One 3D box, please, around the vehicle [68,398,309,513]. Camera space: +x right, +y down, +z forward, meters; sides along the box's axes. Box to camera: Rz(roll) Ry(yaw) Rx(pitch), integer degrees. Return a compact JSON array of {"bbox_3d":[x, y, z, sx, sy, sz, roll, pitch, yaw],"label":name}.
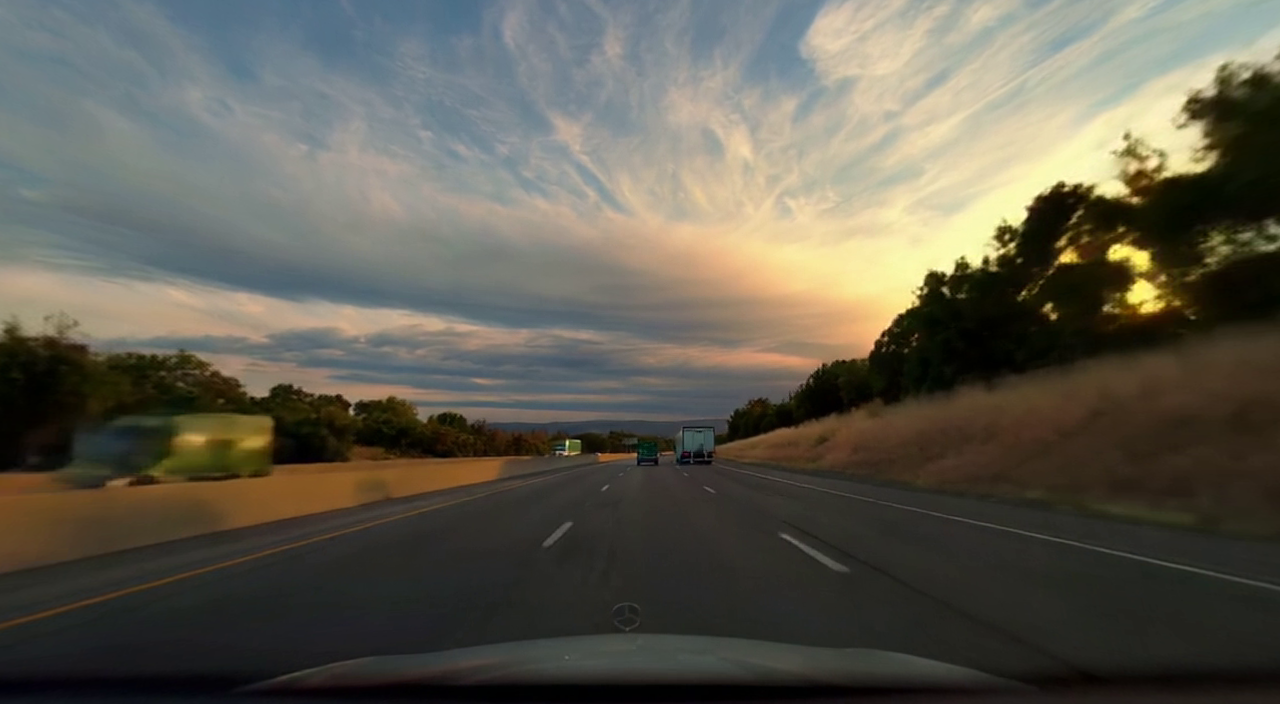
[{"bbox_3d":[-14.653,3.462,21.464,2.649,3.227,7.156,0,-9,1],"label":"vehicle"}]
